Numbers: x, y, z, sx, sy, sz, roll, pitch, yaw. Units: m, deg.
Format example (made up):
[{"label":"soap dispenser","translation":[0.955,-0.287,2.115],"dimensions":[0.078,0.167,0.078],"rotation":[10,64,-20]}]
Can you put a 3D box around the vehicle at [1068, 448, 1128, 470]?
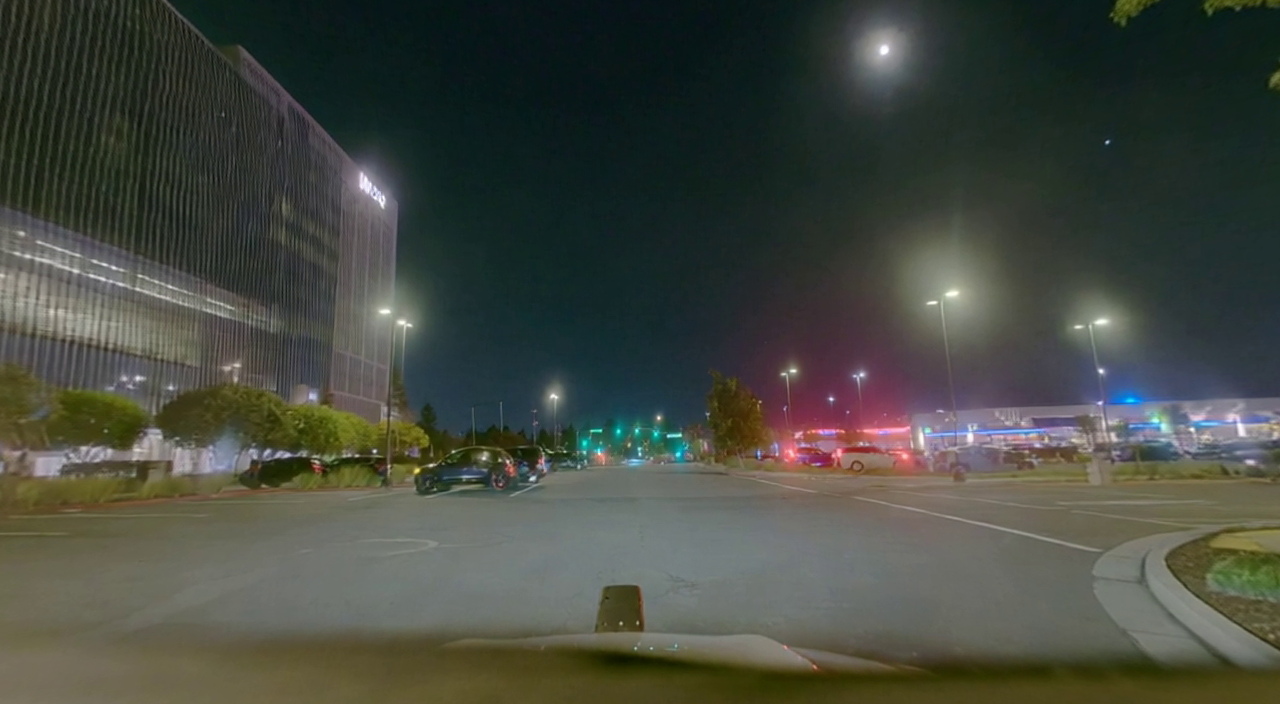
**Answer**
[{"label":"vehicle","translation":[31.292,7.308,43.260],"dimensions":[1.519,1.371,3.278],"rotation":[0,-8,-1]}]

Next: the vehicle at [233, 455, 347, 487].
[{"label":"vehicle","translation":[-16.742,5.695,30.361],"dimensions":[4.331,1.437,1.876],"rotation":[0,-8,2]}]

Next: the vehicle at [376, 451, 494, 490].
[{"label":"vehicle","translation":[-8.706,4.980,26.902],"dimensions":[4.442,1.504,1.809],"rotation":[4,-10,-28]}]

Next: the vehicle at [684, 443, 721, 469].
[{"label":"vehicle","translation":[4.613,7.751,47.297],"dimensions":[2.262,1.794,5.331],"rotation":[0,-8,1]}]

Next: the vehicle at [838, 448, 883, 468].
[{"label":"vehicle","translation":[17.055,8.223,49.081],"dimensions":[1.971,1.478,4.477],"rotation":[0,-8,1]}]

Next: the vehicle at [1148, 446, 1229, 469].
[{"label":"vehicle","translation":[37.013,7.118,42.769],"dimensions":[1.678,1.423,4.191],"rotation":[0,-8,-2]}]

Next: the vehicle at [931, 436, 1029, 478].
[{"label":"vehicle","translation":[16.477,5.097,30.975],"dimensions":[2.048,1.852,4.998],"rotation":[0,-9,1]}]

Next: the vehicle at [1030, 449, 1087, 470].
[{"label":"vehicle","translation":[28.318,7.287,42.885],"dimensions":[1.495,1.371,3.336],"rotation":[0,-9,-1]}]

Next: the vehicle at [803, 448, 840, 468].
[{"label":"vehicle","translation":[14.202,8.302,49.643],"dimensions":[1.935,1.477,3.719],"rotation":[0,-8,3]}]

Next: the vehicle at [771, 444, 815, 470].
[{"label":"vehicle","translation":[10.526,7.206,43.704],"dimensions":[1.936,1.673,4.305],"rotation":[0,-8,0]}]

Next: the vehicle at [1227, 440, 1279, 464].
[{"label":"vehicle","translation":[43.061,6.813,43.081],"dimensions":[1.758,1.572,4.421],"rotation":[0,-8,1]}]
